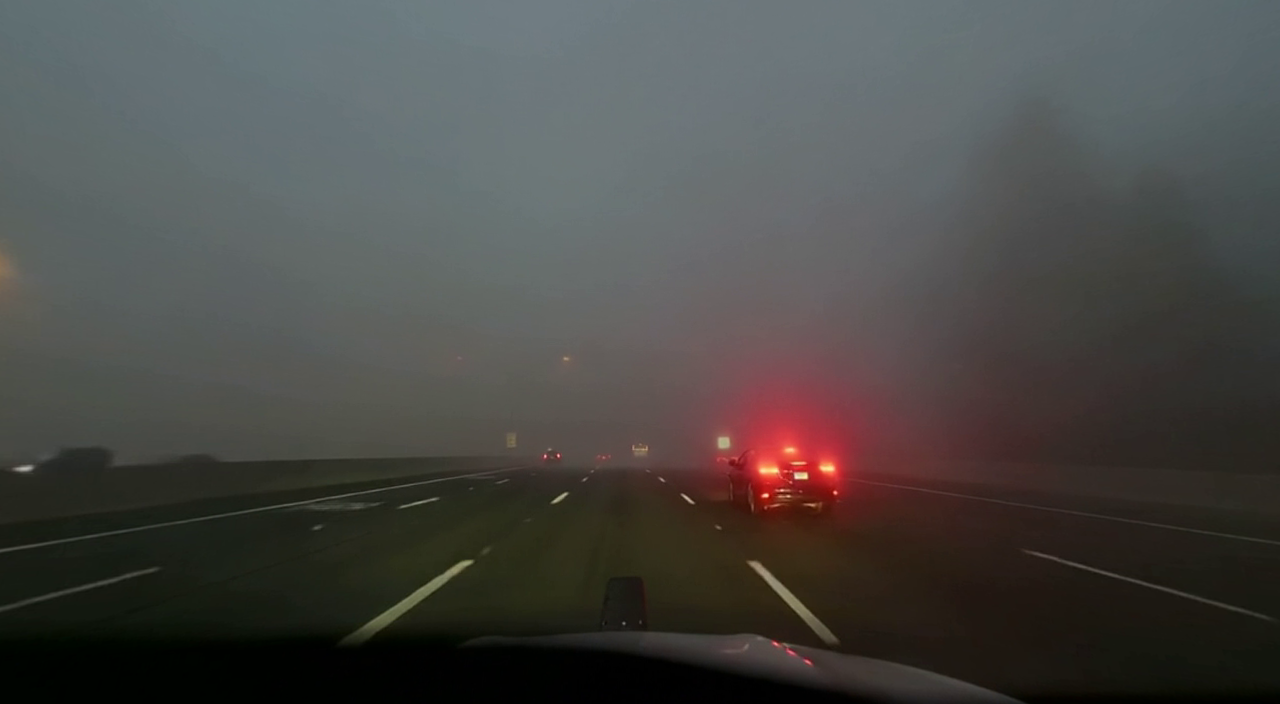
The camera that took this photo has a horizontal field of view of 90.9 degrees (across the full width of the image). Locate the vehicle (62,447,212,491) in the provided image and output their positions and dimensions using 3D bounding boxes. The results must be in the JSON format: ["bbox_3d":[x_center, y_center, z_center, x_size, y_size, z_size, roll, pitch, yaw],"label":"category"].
[{"bbox_3d":[-18.877,4.378,24.013,1.890,1.450,4.608,0,-9,0],"label":"vehicle"}]

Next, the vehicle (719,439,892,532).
[{"bbox_3d":[3.006,2.531,12.690,2.030,1.490,4.737,0,-9,-2],"label":"vehicle"}]

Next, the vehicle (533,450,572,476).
[{"bbox_3d":[-5.439,6.938,39.597,2.014,1.481,4.156,0,-9,-3],"label":"vehicle"}]
